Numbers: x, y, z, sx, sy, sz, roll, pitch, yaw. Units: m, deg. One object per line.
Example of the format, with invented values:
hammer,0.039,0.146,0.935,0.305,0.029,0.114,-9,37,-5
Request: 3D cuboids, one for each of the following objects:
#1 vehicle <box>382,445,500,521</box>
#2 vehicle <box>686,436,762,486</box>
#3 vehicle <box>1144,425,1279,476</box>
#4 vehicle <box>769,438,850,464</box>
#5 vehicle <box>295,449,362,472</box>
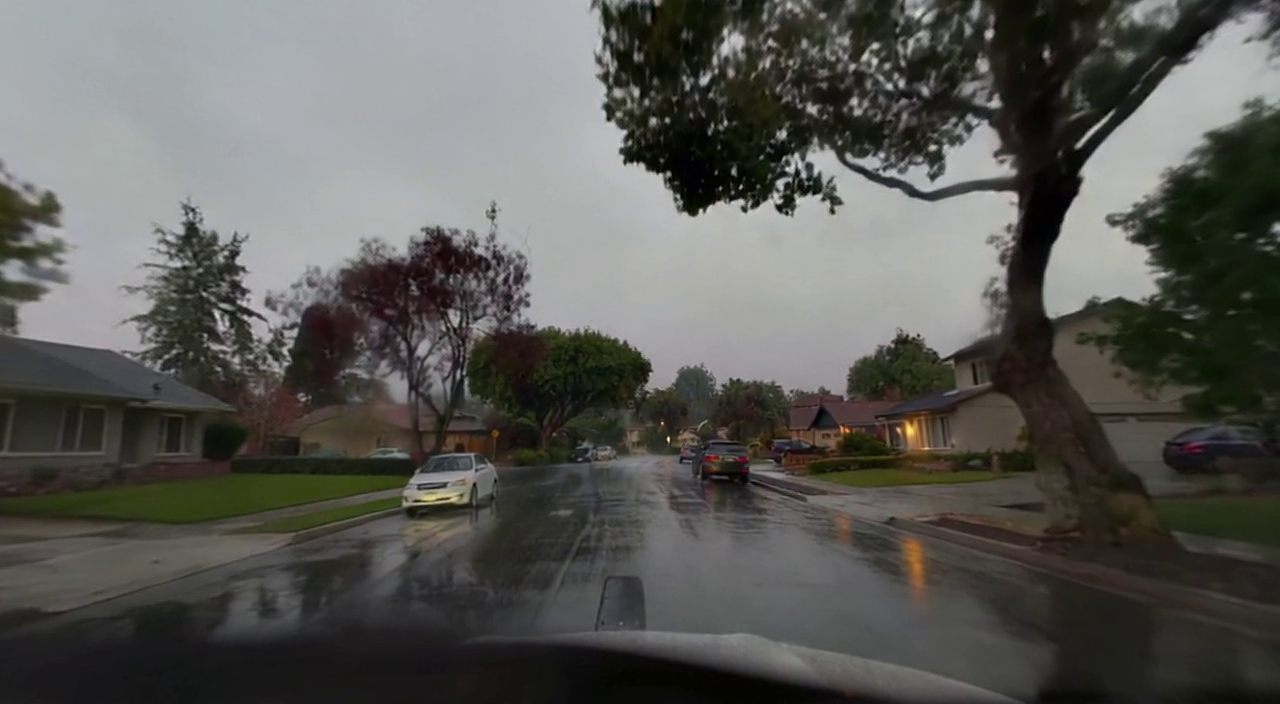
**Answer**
vehicle,-4.838,3.199,16.109,1.981,1.463,4.631,0,-7,-6
vehicle,3.232,4.352,25.504,2.228,1.813,4.901,0,-9,-2
vehicle,18.797,3.045,19.584,4.484,1.492,2.071,0,-9,0
vehicle,11.151,6.527,41.721,4.781,1.700,1.914,1,-9,-4
vehicle,-21.249,7.429,43.209,3.610,1.501,1.814,-1,-9,4
